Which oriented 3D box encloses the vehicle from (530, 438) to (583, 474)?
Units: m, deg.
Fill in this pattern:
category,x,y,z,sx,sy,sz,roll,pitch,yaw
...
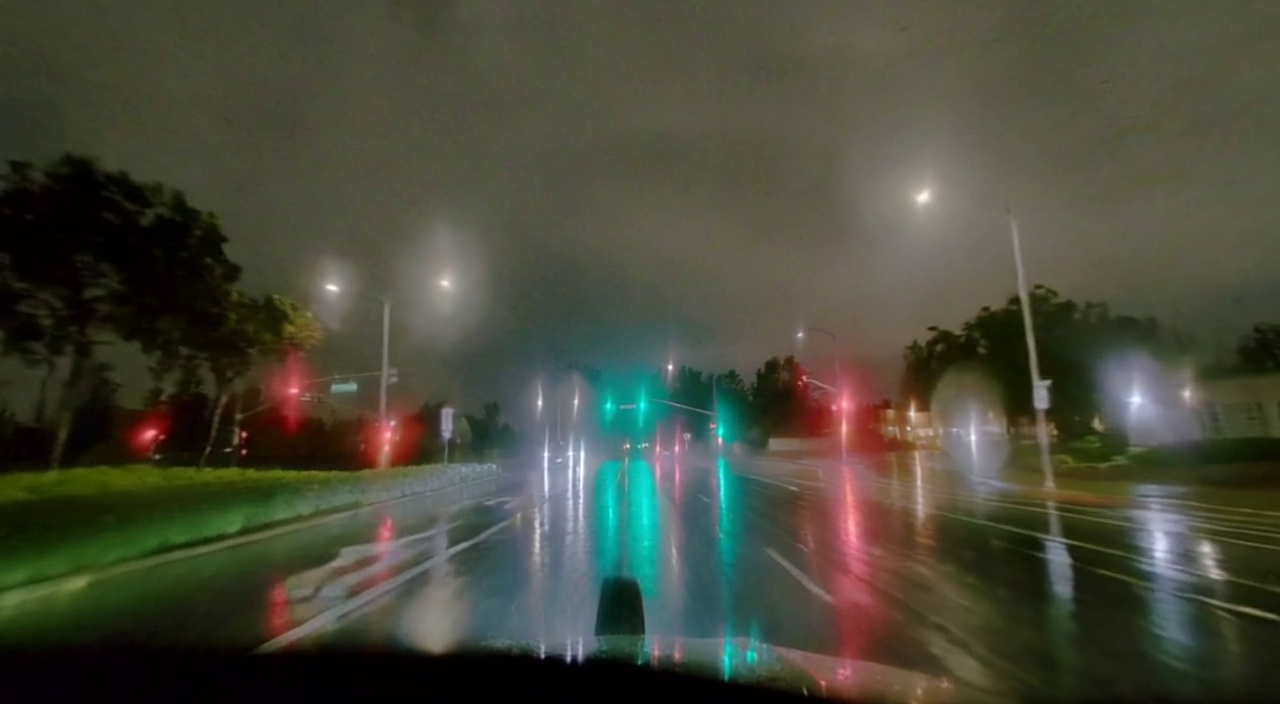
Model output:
category,x,y,z,sx,sy,sz,roll,pitch,yaw
vehicle,-4.288,5.425,33.190,2.156,1.722,4.484,-1,-8,1
